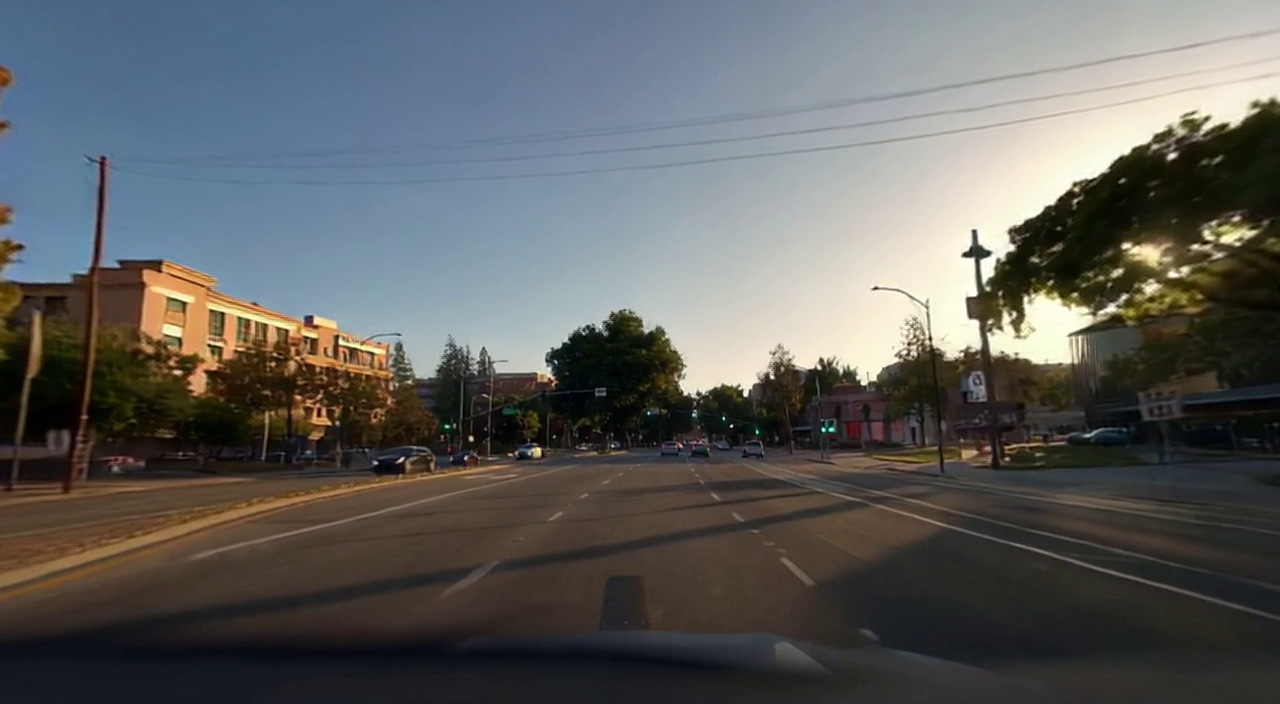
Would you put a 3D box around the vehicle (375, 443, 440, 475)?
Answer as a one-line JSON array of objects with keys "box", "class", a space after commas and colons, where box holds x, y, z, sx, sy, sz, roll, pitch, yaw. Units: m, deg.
[{"box": [-13.366, 6.165, 36.539, 1.940, 1.690, 4.447, 0, -8, 2], "class": "vehicle"}]

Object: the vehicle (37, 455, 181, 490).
[{"box": [-23.674, 5.376, 28.254, 4.606, 1.458, 1.837, 1, -8, -5], "class": "vehicle"}]
